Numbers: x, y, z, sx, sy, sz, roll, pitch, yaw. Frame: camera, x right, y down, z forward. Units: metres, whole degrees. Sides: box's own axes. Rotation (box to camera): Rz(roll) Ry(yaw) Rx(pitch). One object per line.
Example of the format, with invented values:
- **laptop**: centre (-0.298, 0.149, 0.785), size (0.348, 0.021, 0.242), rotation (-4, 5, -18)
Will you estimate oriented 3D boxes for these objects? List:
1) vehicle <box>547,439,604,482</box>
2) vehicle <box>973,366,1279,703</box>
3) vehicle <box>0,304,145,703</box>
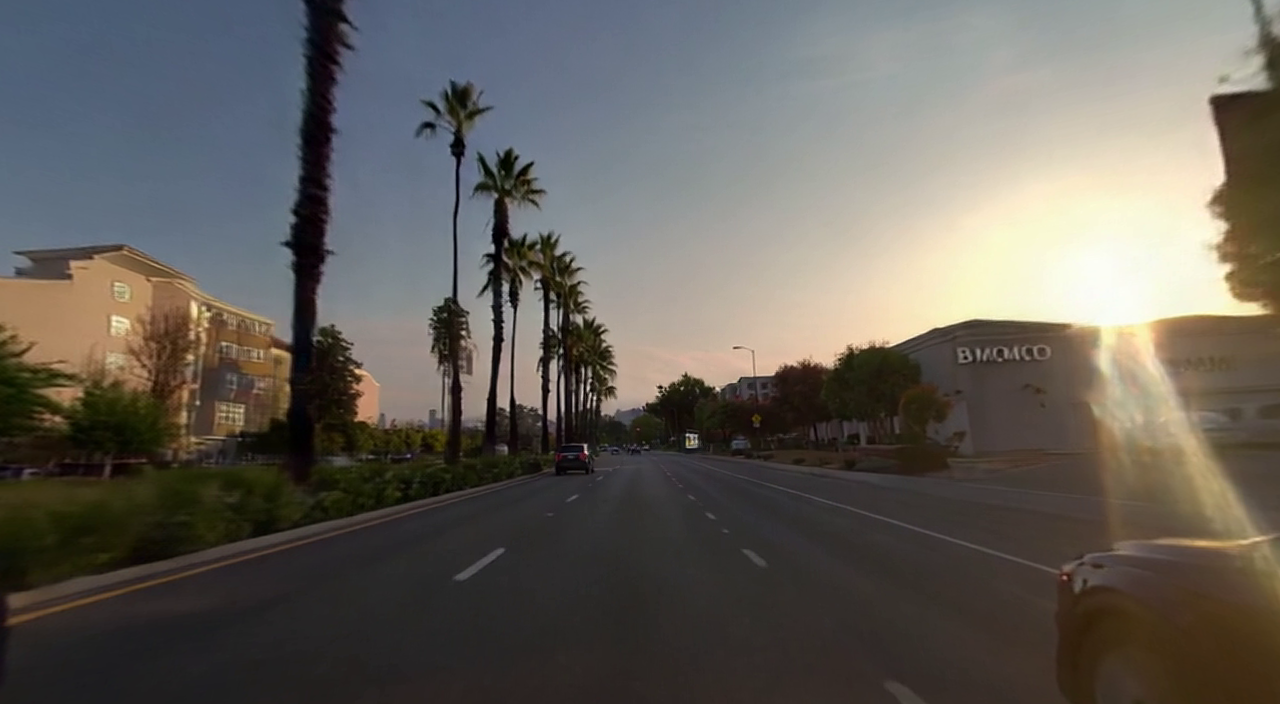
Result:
- **vehicle**: centre (-2.816, 4.821, 28.355), size (1.998, 1.743, 4.402), rotation (0, -8, 1)
- **vehicle**: centre (2.804, 0.735, 1.340), size (1.946, 1.513, 4.133), rotation (0, -8, 1)
- **vehicle**: centre (-3.185, 0.499, 0.451), size (2.058, 1.804, 4.391), rotation (0, -9, 0)
